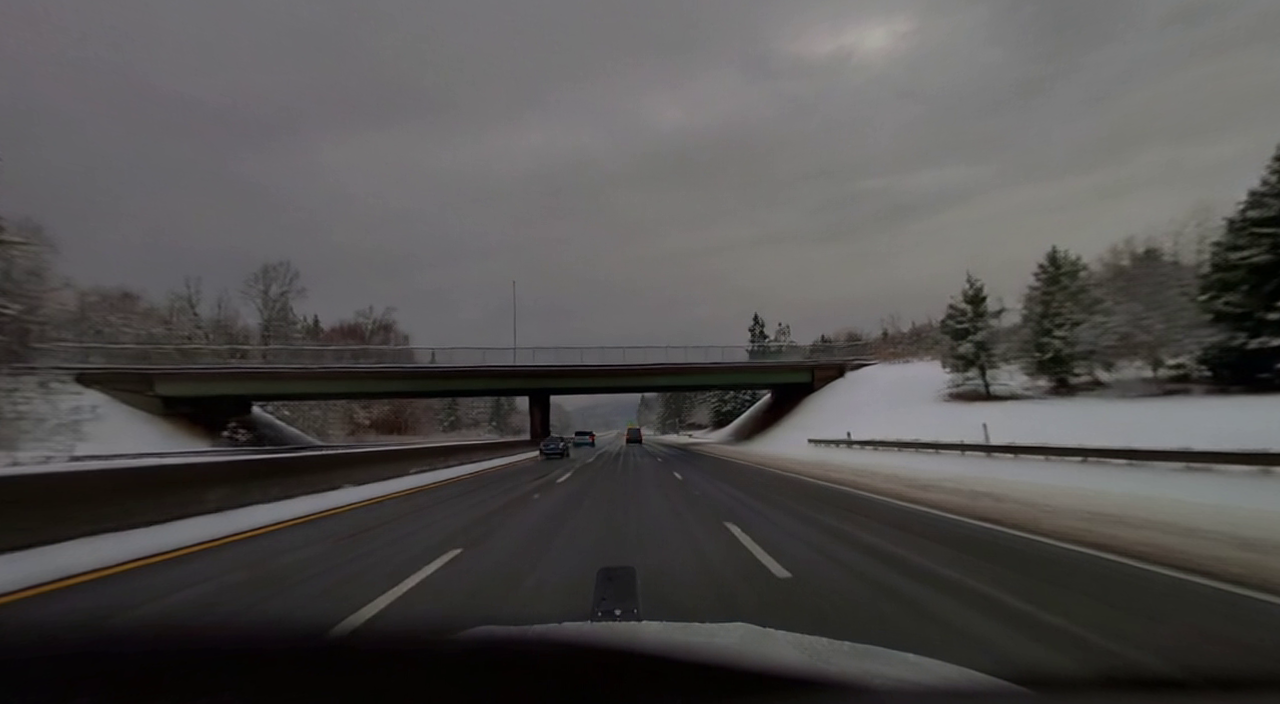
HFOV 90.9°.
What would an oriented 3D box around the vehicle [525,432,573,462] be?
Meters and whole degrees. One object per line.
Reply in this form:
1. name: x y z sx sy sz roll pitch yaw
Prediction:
1. vehicle: -4.683 4.937 32.866 1.933 1.473 4.023 0 -8 -1
